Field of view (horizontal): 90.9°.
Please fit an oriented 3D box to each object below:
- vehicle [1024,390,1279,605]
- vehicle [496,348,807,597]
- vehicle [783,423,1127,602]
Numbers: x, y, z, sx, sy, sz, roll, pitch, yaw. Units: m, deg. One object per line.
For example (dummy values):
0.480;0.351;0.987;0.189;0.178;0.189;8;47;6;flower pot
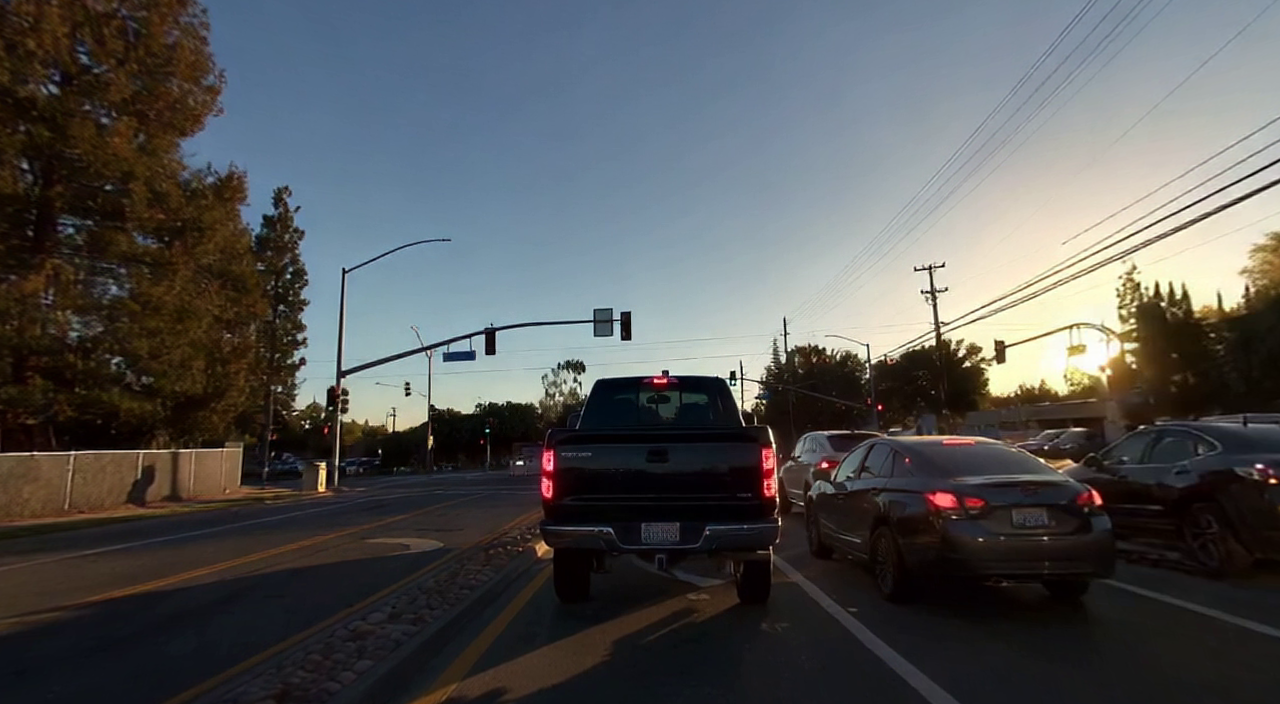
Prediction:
6.175;1.349;6.249;1.982;1.727;4.352;0;-8;0;vehicle
0.149;1.542;8.944;2.831;2.284;6.149;0;-8;1;vehicle
3.123;1.657;7.418;1.993;1.495;4.060;0;-8;1;vehicle
